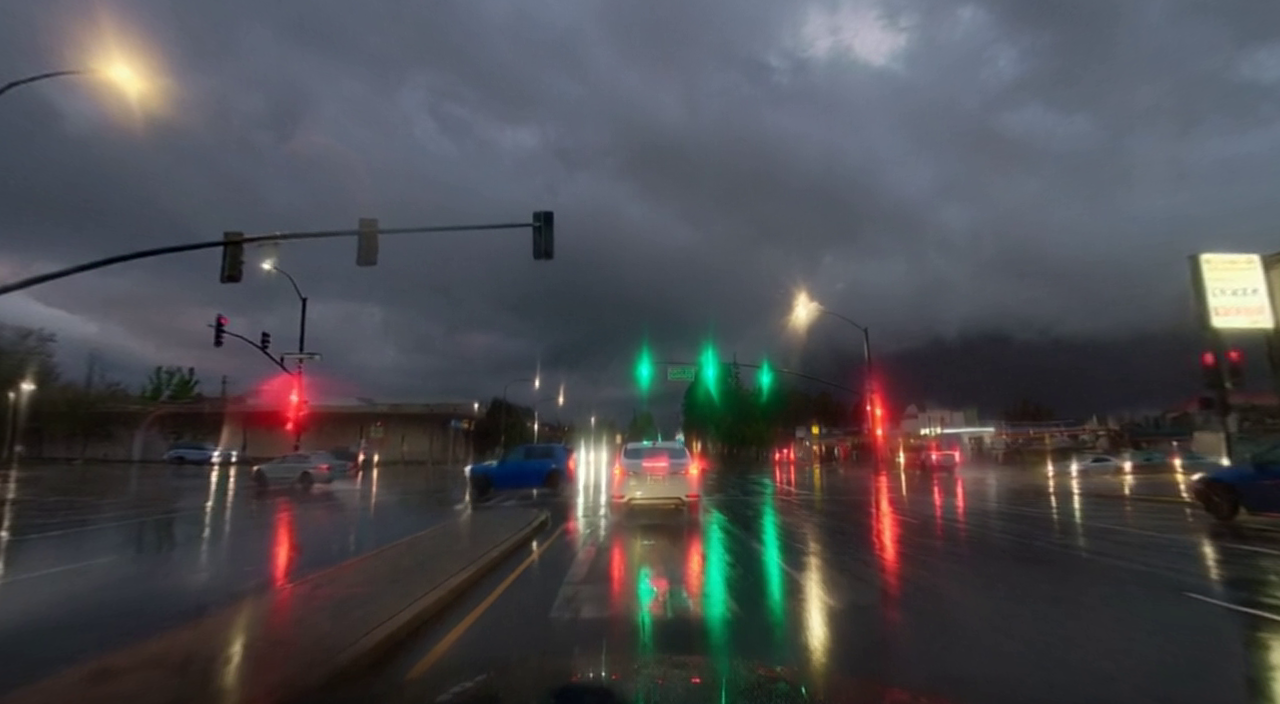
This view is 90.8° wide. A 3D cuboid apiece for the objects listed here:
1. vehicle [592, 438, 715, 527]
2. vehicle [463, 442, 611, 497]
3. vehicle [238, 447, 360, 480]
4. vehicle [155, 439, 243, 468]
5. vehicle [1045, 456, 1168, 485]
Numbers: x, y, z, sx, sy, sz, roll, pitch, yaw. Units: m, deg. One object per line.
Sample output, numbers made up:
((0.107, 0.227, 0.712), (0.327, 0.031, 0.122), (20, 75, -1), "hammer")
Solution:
((0.184, 2.533, 12.831), (2.067, 1.471, 4.241), (0, -9, -1), "vehicle")
((-3.342, 3.640, 20.007), (4.626, 1.489, 2.213), (-8, -12, 42), "vehicle")
((-15.511, 5.088, 28.879), (4.531, 1.434, 1.841), (-1, -9, 4), "vehicle")
((-30.764, 7.056, 44.200), (1.999, 1.702, 4.557), (-2, -7, 29), "vehicle")
((23.593, 5.988, 32.042), (4.684, 1.412, 1.995), (0, -9, -2), "vehicle")
